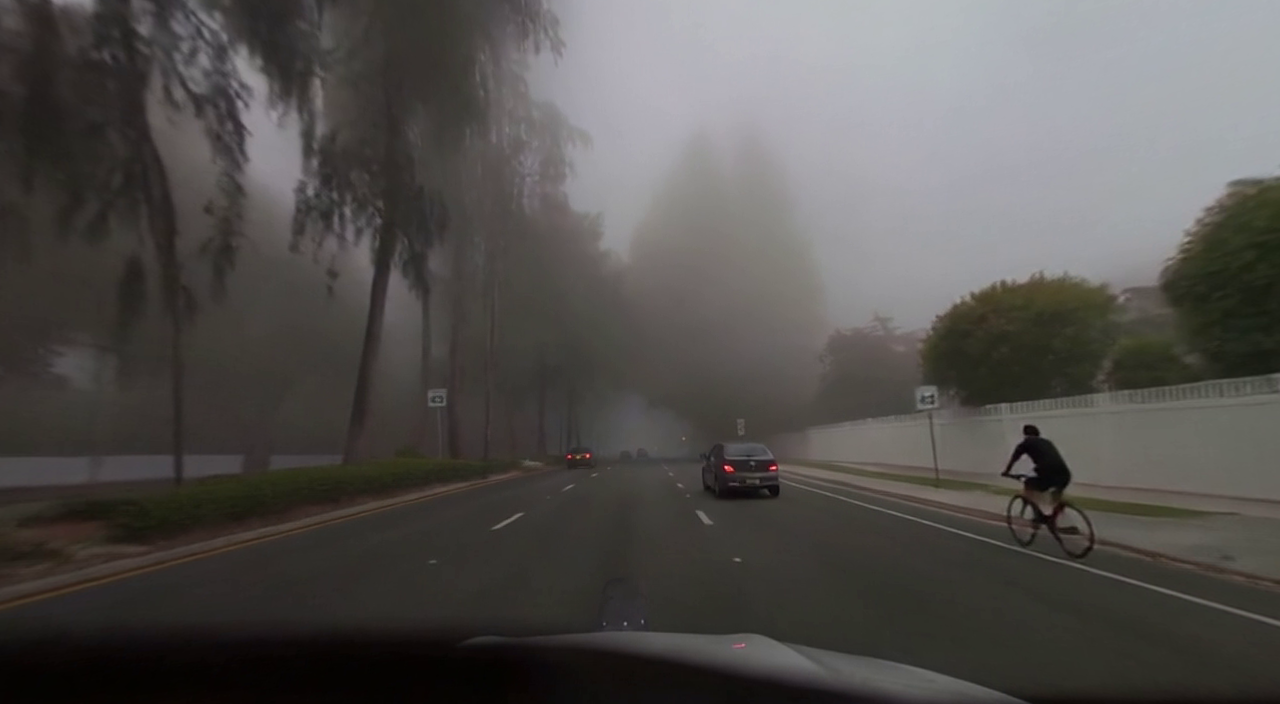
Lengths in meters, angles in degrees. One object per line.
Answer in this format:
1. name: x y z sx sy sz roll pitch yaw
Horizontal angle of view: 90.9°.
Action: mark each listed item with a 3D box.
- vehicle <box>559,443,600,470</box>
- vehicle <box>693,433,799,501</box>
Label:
1. vehicle: -3.640 6.411 38.783 2.011 1.480 4.517 -1 -9 1
2. vehicle: 2.624 2.988 16.761 1.992 1.511 4.464 -1 -9 0
